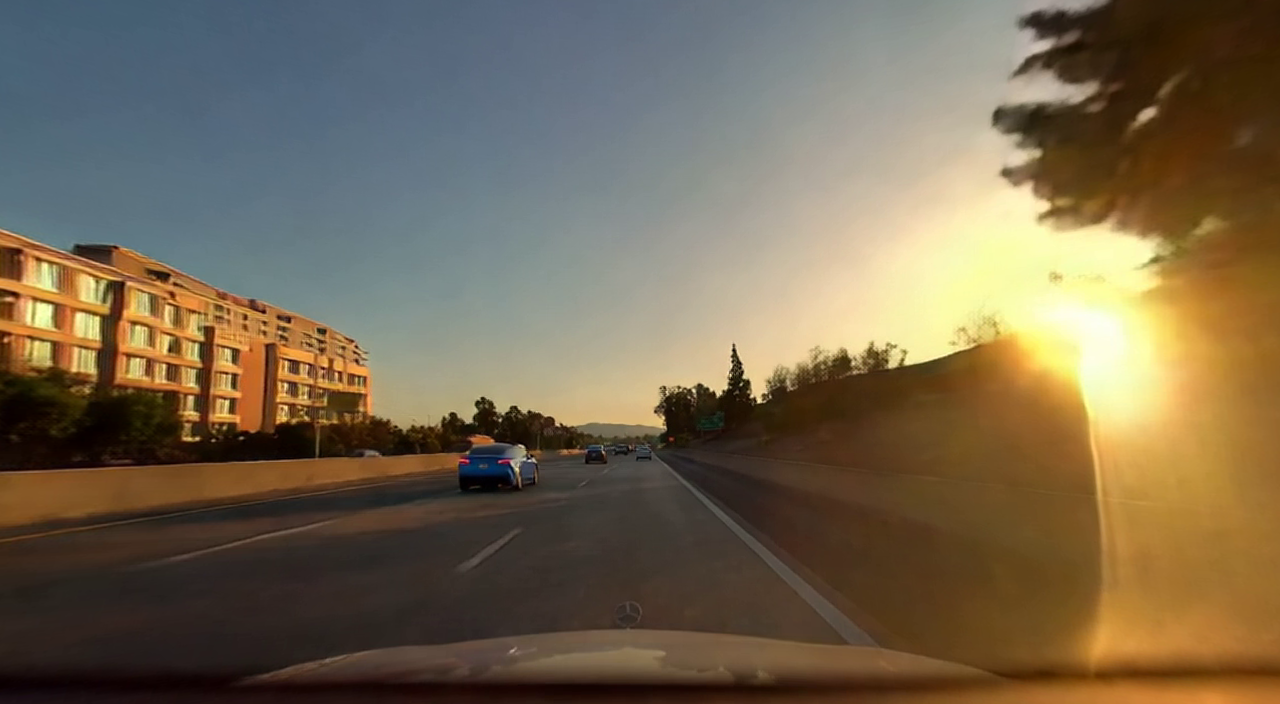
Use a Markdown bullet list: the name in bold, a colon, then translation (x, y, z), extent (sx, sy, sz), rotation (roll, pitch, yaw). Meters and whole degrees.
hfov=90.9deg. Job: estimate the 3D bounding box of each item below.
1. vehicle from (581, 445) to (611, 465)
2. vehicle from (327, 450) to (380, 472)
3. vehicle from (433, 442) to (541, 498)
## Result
- **vehicle**: translation (-3.325, 7.925, 48.576), extent (1.926, 1.464, 4.186), rotation (0, -8, 1)
- **vehicle**: translation (-21.372, 8.136, 47.233), extent (1.803, 1.466, 4.393), rotation (0, -8, 1)
- **vehicle**: translation (-4.454, 3.481, 19.123), extent (2.083, 1.471, 4.350), rotation (0, -8, 1)
